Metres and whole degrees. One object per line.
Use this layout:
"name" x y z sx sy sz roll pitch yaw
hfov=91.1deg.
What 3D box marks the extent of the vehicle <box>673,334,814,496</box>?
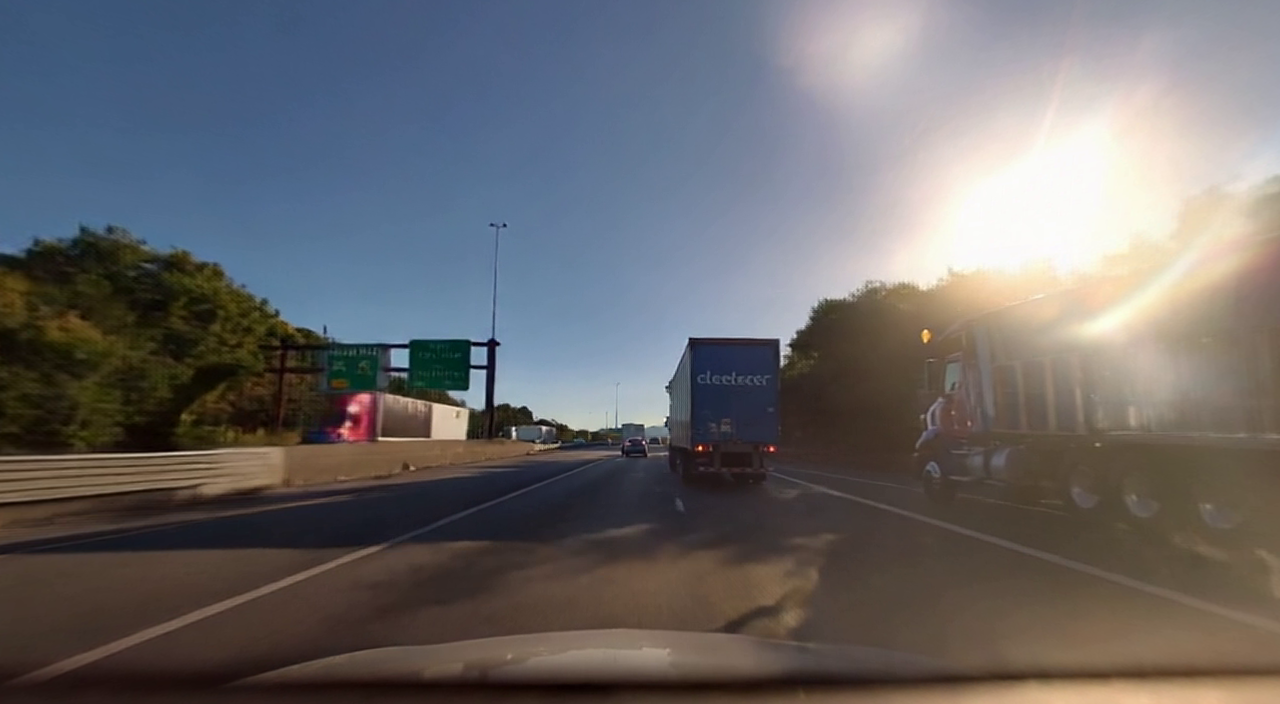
"vehicle" 2.724 2.139 20.082 2.920 3.860 10.035 0 -8 1
